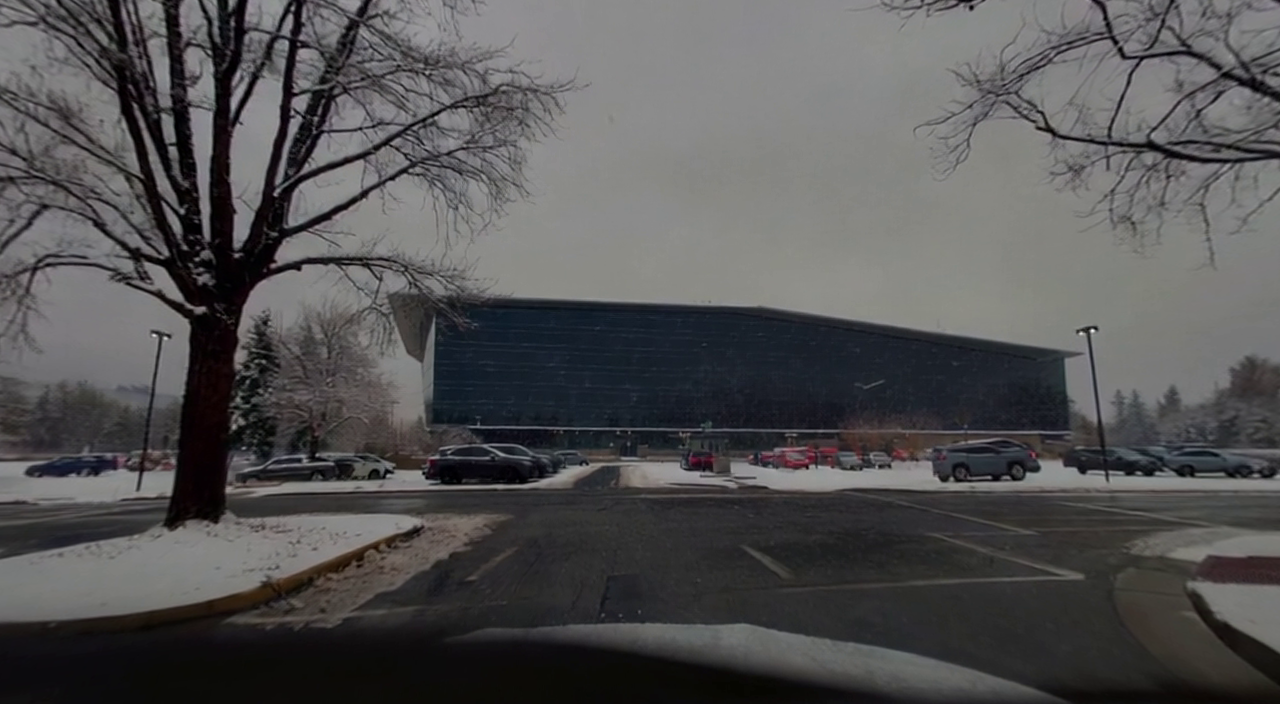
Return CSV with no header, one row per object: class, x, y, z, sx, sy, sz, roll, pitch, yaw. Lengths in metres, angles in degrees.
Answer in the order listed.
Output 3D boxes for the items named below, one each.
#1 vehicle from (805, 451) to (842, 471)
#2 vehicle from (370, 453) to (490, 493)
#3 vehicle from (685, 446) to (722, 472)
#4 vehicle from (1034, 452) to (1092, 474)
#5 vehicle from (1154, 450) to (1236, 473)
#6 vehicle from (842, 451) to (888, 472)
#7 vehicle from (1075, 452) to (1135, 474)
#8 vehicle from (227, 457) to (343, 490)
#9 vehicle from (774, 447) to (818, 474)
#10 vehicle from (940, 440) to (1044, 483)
vehicle,14.161,8.427,48.987,1.935,1.477,3.719,0,-8,3
vehicle,-8.699,4.964,26.267,4.442,1.504,1.809,5,-10,-28
vehicle,4.591,7.856,46.604,2.262,1.794,5.331,0,-8,1
vehicle,28.324,7.423,42.402,1.495,1.371,3.336,-1,-10,0
vehicle,36.993,7.307,42.228,1.678,1.423,4.191,-1,-9,1
vehicle,17.119,8.354,48.311,1.971,1.478,4.477,0,-8,1
vehicle,31.294,7.477,42.624,1.519,1.371,3.278,0,-8,0
vehicle,-16.609,5.697,29.722,4.331,1.437,1.876,0,-9,3
vehicle,10.542,7.345,43.036,1.936,1.673,4.305,0,-8,1
vehicle,16.480,5.128,29.932,2.048,1.852,4.998,0,-8,0
